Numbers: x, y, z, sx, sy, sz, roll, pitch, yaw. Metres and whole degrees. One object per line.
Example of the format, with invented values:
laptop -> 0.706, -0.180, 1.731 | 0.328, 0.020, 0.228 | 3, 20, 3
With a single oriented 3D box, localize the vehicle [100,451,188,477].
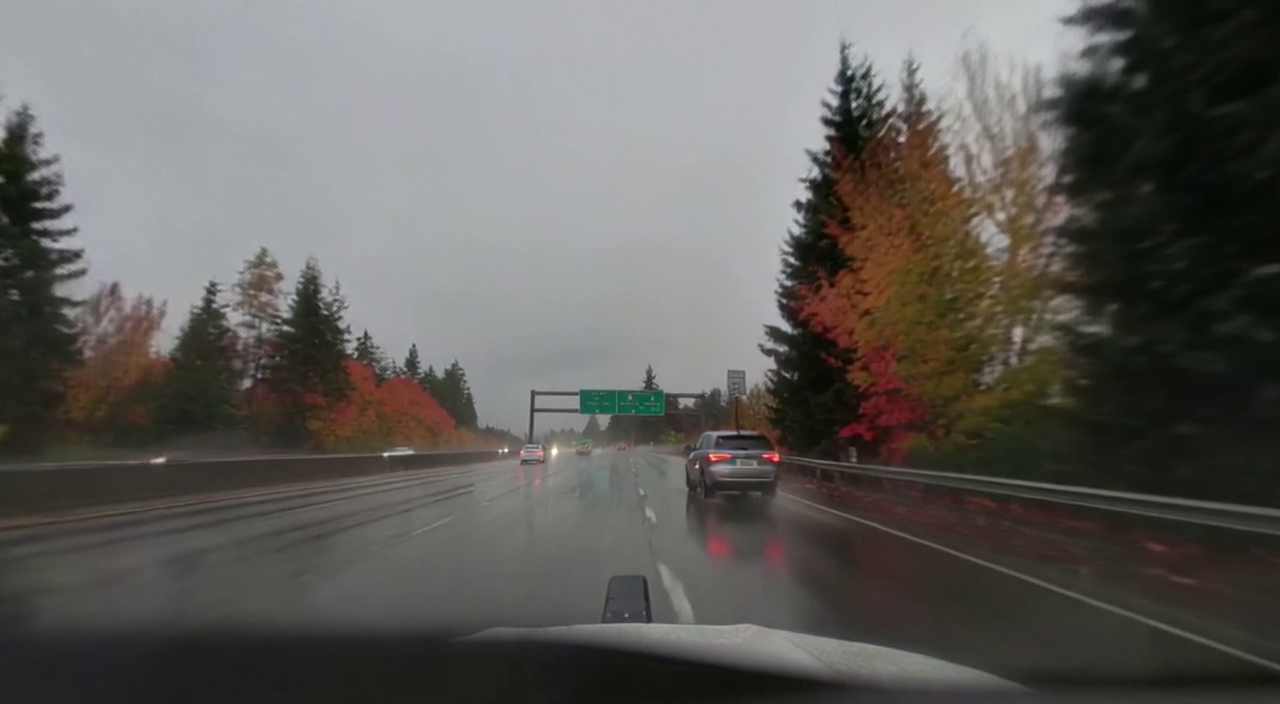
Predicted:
vehicle -> -31.379, 7.077, 40.098 | 1.855, 1.492, 4.685 | 0, -8, -1

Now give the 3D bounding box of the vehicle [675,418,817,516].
vehicle -> 1.994, 2.348, 13.292 | 2.120, 1.706, 4.226 | 1, -8, -2
